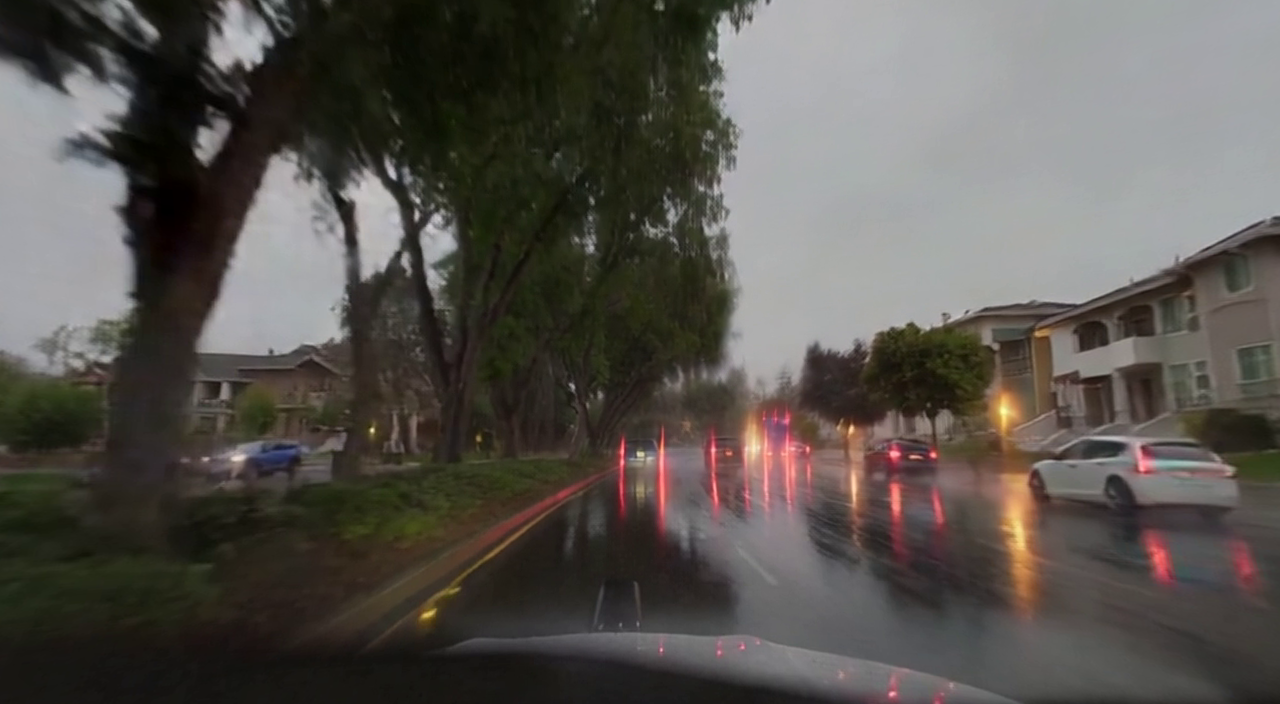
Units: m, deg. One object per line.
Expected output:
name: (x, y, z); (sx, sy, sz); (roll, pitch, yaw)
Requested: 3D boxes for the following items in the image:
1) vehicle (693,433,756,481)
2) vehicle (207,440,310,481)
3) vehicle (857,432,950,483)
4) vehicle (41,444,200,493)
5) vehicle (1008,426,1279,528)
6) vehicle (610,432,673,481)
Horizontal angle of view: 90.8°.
vehicle: (3.429, 4.354, 26.468); (2.033, 1.823, 4.409); (0, -9, 0)
vehicle: (-18.450, 5.229, 30.887); (2.175, 1.819, 4.703); (0, -8, -2)
vehicle: (10.575, 4.273, 25.777); (1.938, 1.860, 4.690); (0, -9, 3)
vehicle: (-18.975, 4.302, 23.436); (2.023, 1.561, 4.497); (-2, -10, 1)
vehicle: (10.306, 2.510, 13.419); (2.080, 1.744, 4.889); (0, -8, 1)
vehicle: (0.136, 4.330, 26.368); (2.345, 1.841, 5.032); (0, -9, 2)
